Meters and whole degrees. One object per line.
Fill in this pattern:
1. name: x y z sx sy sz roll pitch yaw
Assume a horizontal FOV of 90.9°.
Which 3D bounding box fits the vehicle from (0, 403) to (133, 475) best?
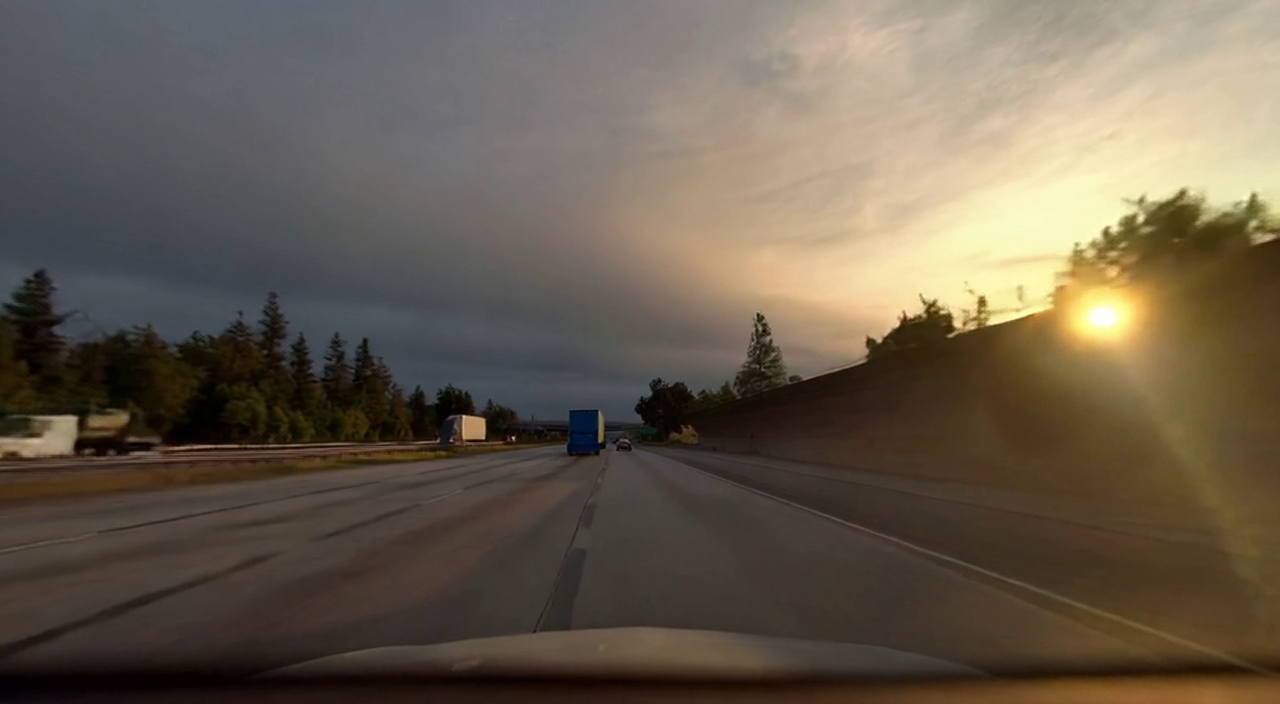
1. vehicle: -22.202 3.210 23.179 2.136 2.320 5.993 1 -9 -1
